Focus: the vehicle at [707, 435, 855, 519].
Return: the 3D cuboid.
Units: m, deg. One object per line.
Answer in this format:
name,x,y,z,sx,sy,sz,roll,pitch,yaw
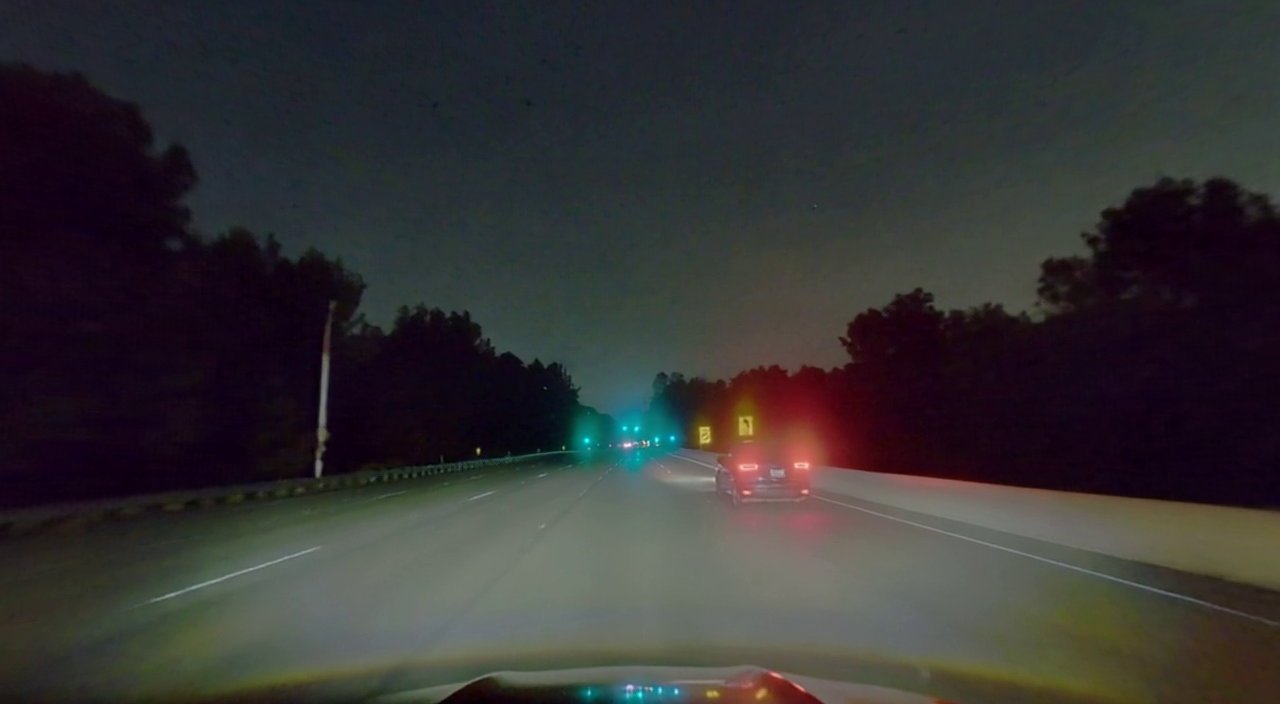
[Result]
vehicle,2.733,2.555,13.477,2.042,1.469,4.470,0,-8,-1
